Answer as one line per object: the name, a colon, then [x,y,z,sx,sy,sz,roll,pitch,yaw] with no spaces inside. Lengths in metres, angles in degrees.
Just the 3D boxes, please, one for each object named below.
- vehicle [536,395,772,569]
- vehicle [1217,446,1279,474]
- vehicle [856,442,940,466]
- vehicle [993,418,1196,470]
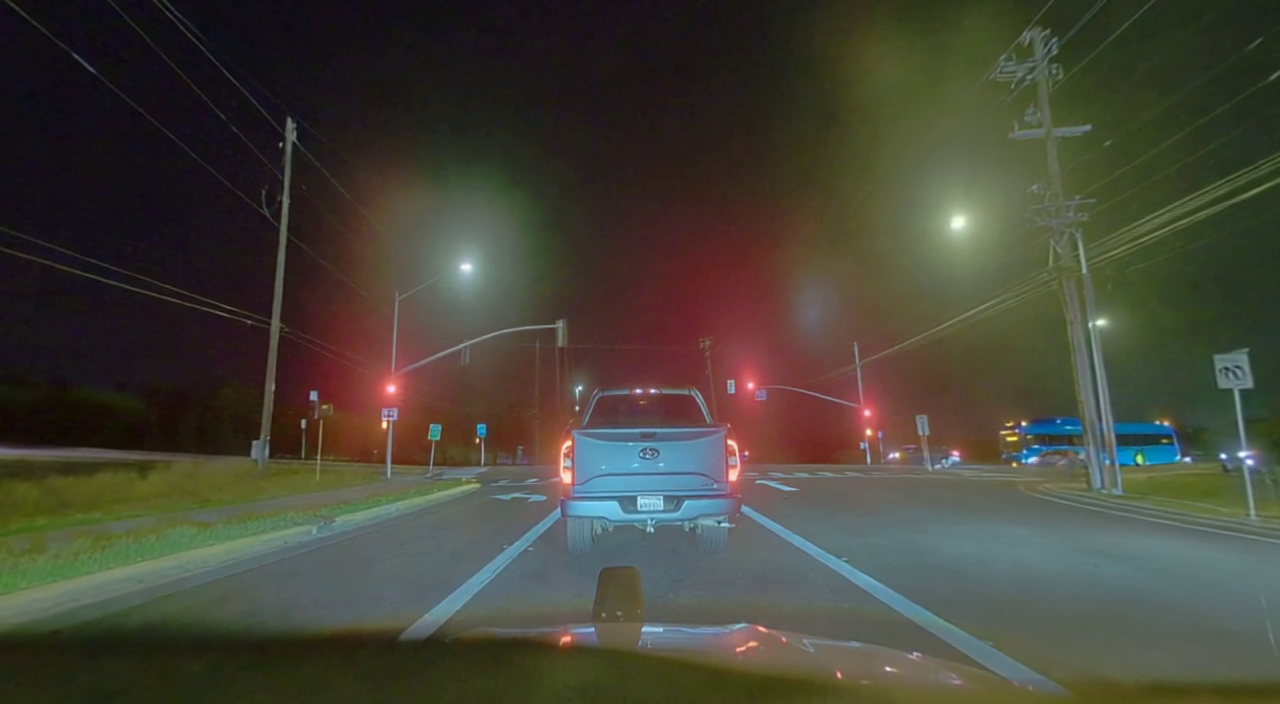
vehicle: [0.117,1.900,10.101,2.707,1.964,5.485,0,-8,-1]
vehicle: [41.372,7.018,41.260,5.426,1.728,1.999,0,-8,-2]
vehicle: [16.753,6.634,41.207,4.578,1.490,1.935,-1,-8,3]
vehicle: [29.388,5.979,41.253,10.726,3.128,3.003,-1,-8,1]
